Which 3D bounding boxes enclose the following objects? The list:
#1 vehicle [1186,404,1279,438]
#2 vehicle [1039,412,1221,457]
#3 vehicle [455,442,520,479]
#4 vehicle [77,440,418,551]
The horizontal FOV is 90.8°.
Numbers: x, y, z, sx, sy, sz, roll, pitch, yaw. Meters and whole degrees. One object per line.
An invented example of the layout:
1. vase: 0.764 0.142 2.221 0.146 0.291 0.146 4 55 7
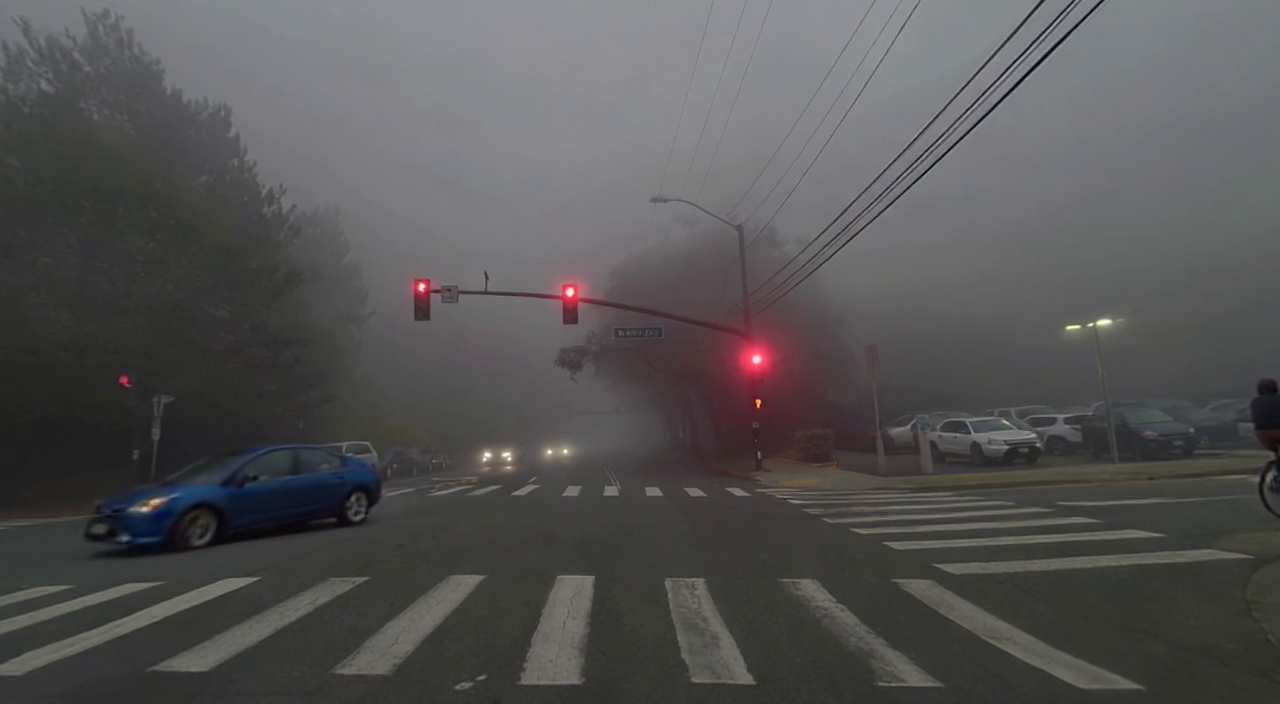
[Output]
1. vehicle: 34.907 4.027 36.649 4.326 1.511 1.725 -8 -9 17
2. vehicle: 16.918 2.908 22.111 4.560 1.453 1.851 -3 -9 18
3. vehicle: -6.985 4.998 29.321 2.024 1.470 4.153 -3 -9 -1
4. vehicle: -6.208 2.217 10.390 4.385 1.419 1.855 8 -12 -39
